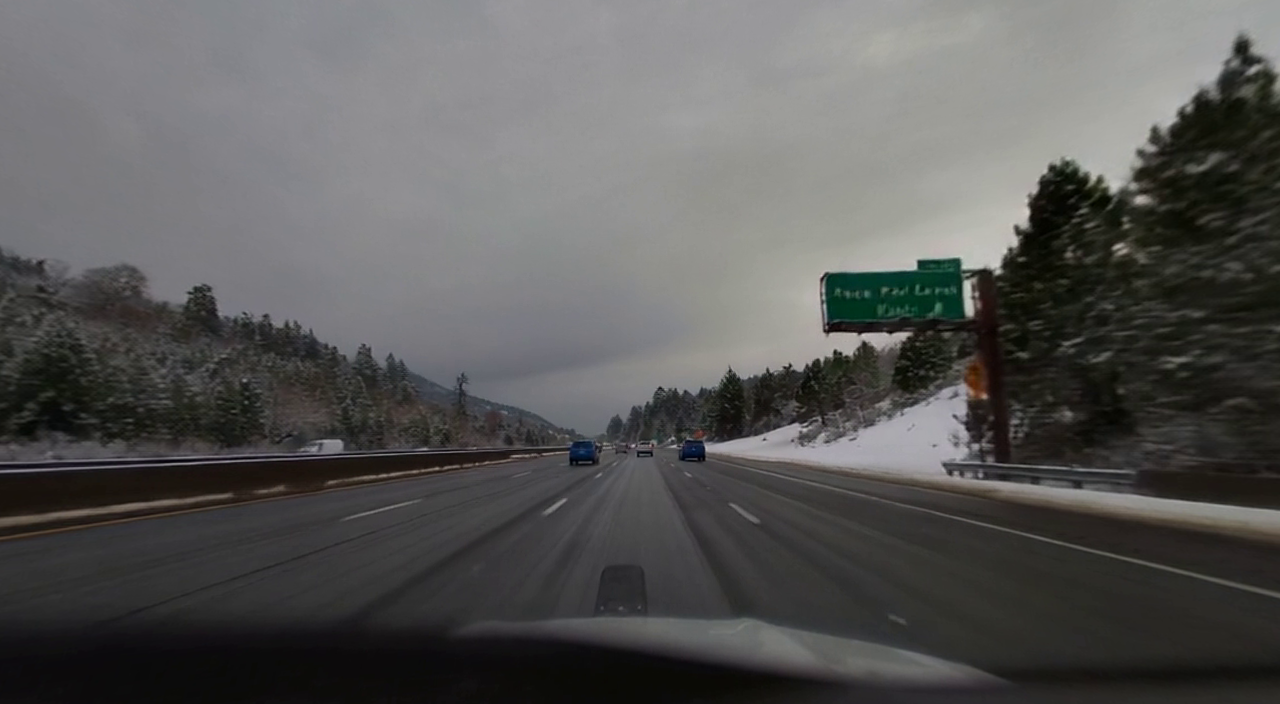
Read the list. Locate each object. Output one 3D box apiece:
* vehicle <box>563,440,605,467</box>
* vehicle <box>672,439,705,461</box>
[{"bbox_3d":[-3.447,6.331,39.552,2.159,1.562,4.441,0,-8,1],"label":"vehicle"},{"bbox_3d":[3.734,7.618,49.181,2.168,1.681,4.279,0,-8,0],"label":"vehicle"}]
